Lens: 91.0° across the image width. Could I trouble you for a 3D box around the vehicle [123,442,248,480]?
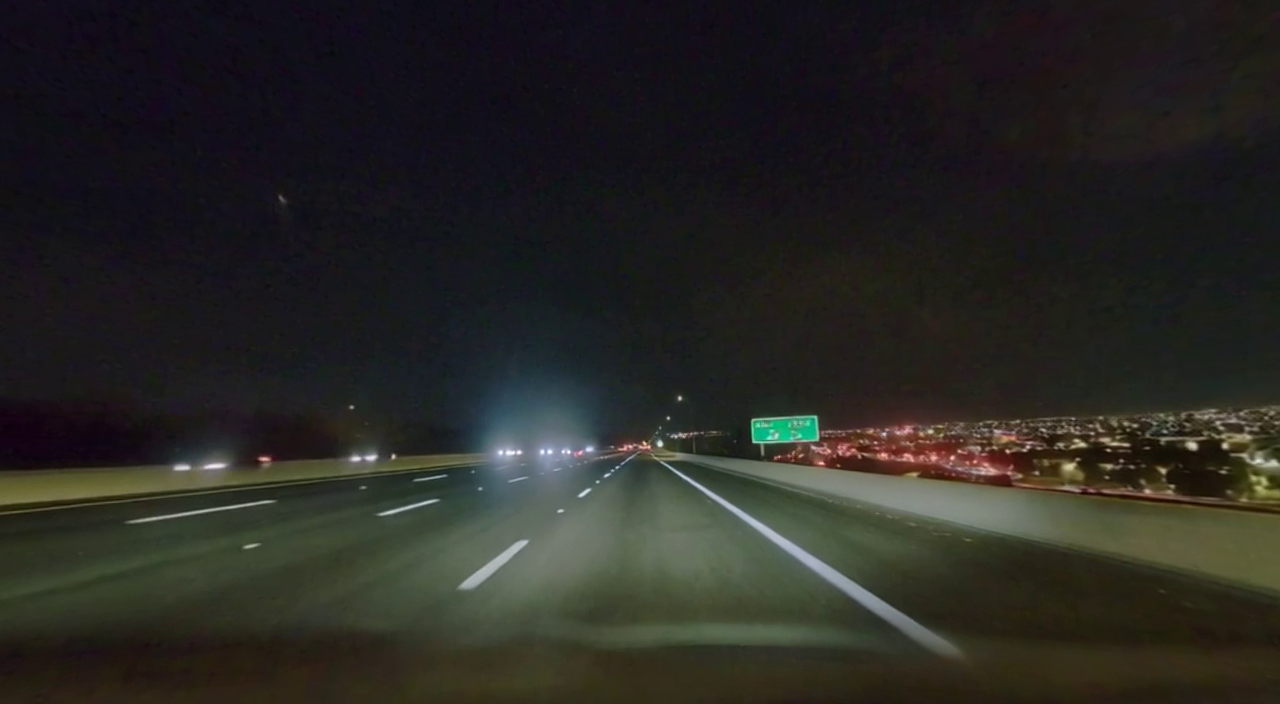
[{"bbox_3d":[-20.313,4.884,28.445,2.181,1.562,4.600,0,-9,0],"label":"vehicle"}]
